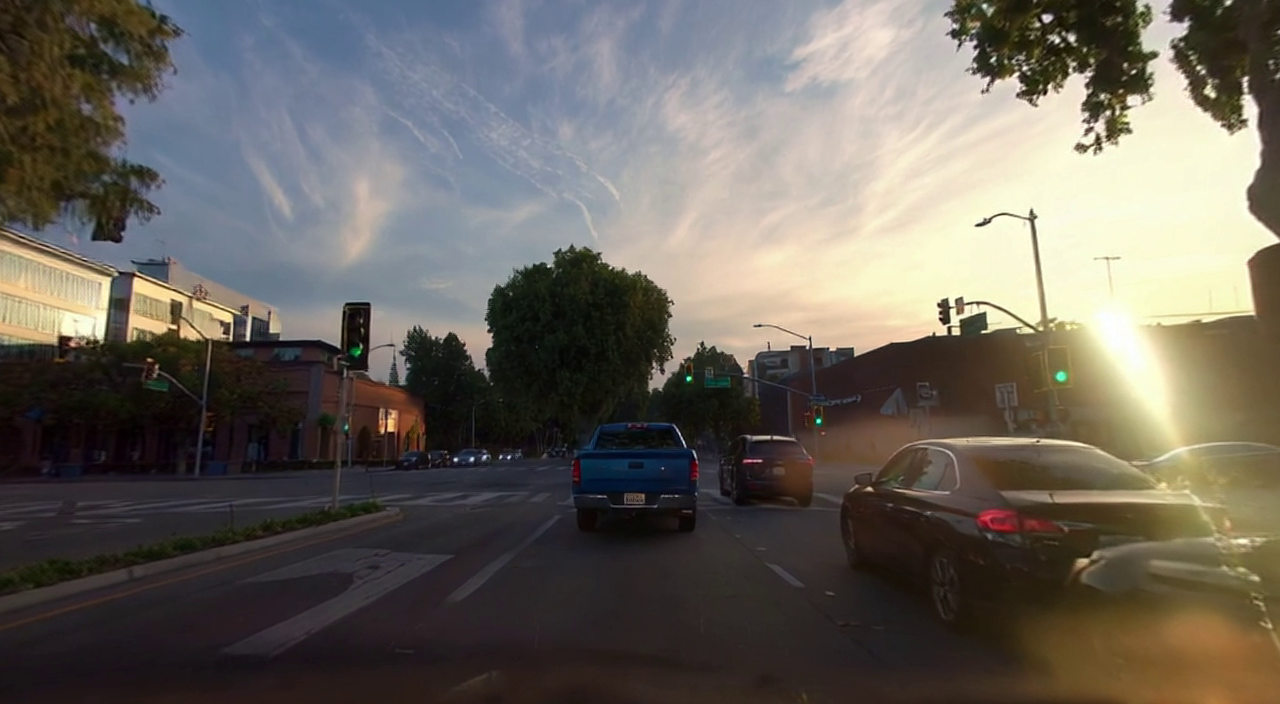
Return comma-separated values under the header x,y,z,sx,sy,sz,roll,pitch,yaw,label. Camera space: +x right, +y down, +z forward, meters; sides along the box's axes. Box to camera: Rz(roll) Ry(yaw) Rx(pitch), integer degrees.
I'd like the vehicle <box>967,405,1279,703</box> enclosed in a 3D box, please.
x,y,z,sx,sy,sz,roll,pitch,yaw,label
3.239,0.887,1.970,2.057,1.463,4.365,0,-8,0,vehicle

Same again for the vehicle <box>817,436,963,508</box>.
x,y,z,sx,sy,sz,roll,pitch,yaw,label
6.459,3.126,16.948,2.002,1.651,4.305,0,-8,-2,vehicle

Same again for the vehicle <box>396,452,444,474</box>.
x,y,z,sx,sy,sz,roll,pitch,yaw,label
-15.844,8.007,45.794,1.915,1.491,4.347,0,-8,0,vehicle

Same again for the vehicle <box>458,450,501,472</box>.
x,y,z,sx,sy,sz,roll,pitch,yaw,label
-11.785,8.041,46.658,1.989,1.459,4.667,0,-8,0,vehicle

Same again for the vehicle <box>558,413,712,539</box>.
x,y,z,sx,sy,sz,roll,pitch,yaw,label
-0.157,2.221,11.979,2.344,1.883,4.572,0,-8,-2,vehicle

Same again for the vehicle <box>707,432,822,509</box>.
x,y,z,sx,sy,sz,roll,pitch,yaw,label
3.118,3.058,16.859,2.013,1.742,4.424,0,-8,-2,vehicle
